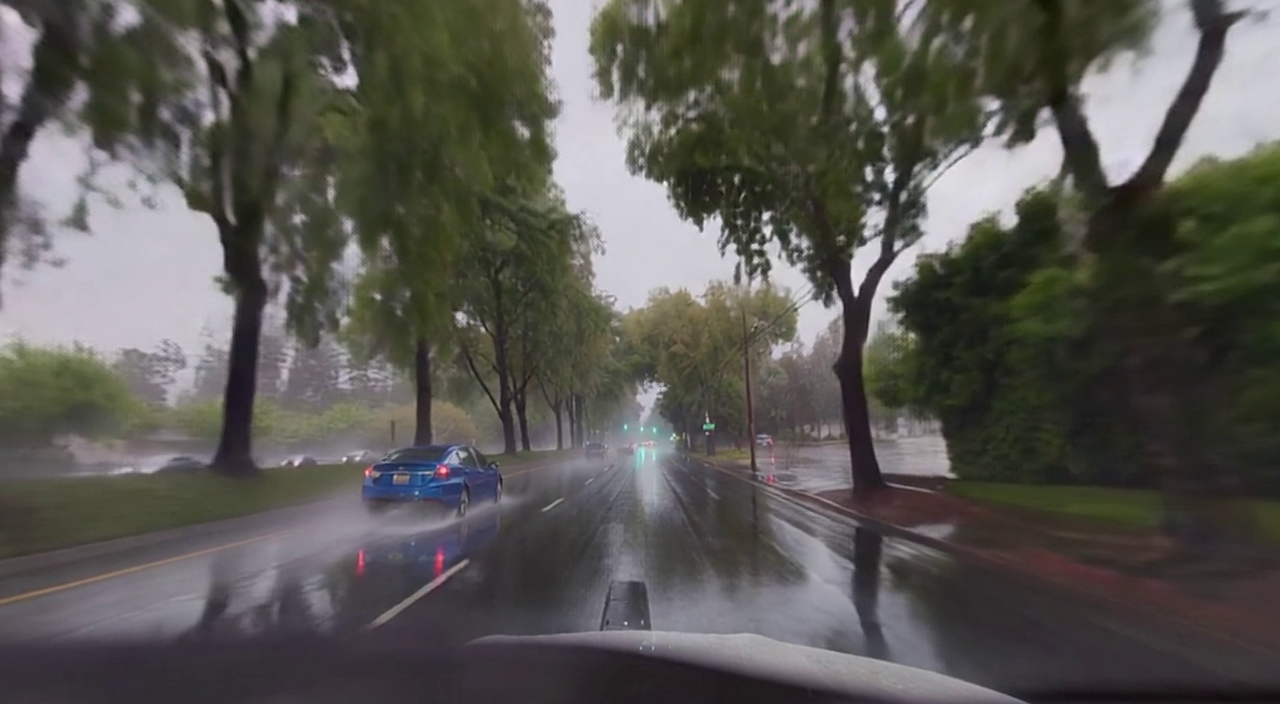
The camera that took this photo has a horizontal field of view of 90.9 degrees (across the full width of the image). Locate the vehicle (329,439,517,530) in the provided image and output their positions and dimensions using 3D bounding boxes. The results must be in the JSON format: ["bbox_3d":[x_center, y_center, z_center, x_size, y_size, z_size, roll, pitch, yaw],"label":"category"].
[{"bbox_3d":[-3.964,2.492,12.509,2.033,1.454,4.512,0,-8,1],"label":"vehicle"}]

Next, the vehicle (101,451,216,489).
[{"bbox_3d":[-22.366,5.465,29.493,2.054,1.551,4.166,0,-8,0],"label":"vehicle"}]

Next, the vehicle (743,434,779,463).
[{"bbox_3d":[7.429,5.966,38.923,1.594,1.688,2.861,-1,-9,0],"label":"vehicle"}]
